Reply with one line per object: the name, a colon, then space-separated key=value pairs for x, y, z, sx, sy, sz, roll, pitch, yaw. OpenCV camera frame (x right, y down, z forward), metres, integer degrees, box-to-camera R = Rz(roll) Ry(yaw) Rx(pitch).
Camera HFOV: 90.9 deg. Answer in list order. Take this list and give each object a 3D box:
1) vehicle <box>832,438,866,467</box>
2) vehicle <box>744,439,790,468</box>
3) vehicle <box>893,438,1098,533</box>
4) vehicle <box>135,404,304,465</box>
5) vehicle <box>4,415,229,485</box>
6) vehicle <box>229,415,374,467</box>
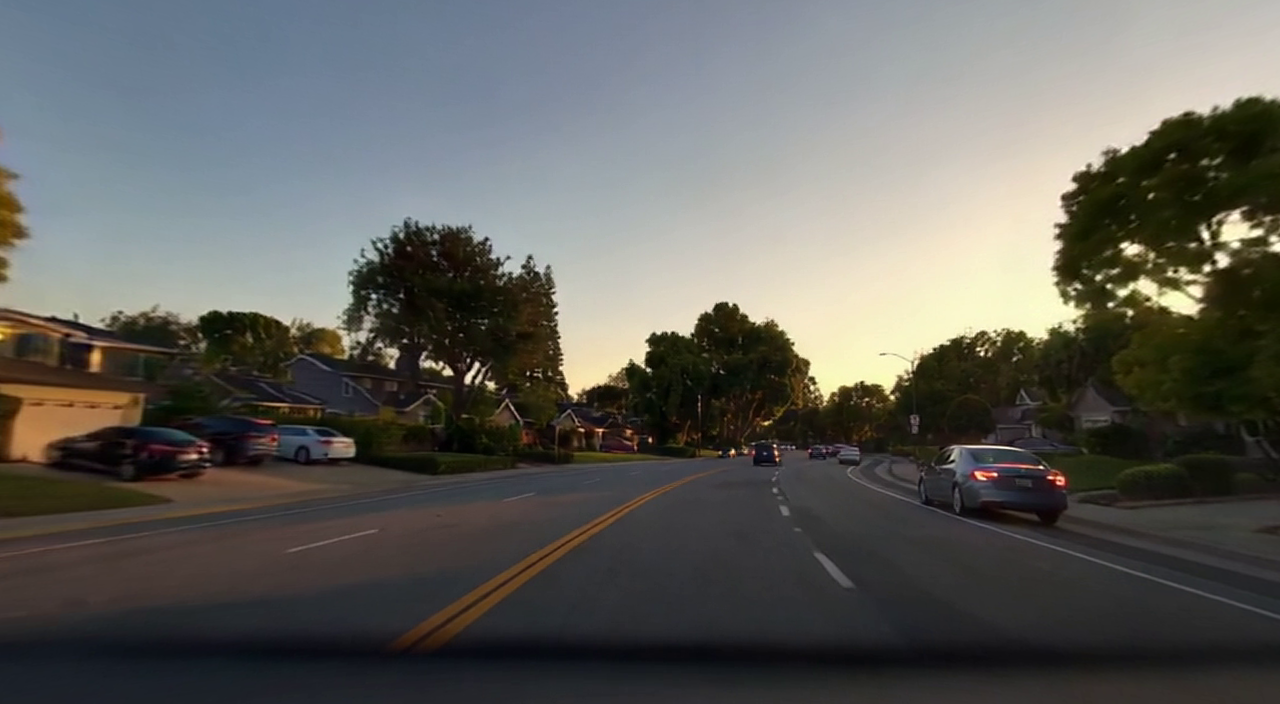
vehicle: x=14.688 y=7.050 z=44.506 sx=2.059 sy=1.924 sz=4.257 roll=-3 pitch=-9 yaw=16
vehicle: x=7.862 y=6.185 z=38.721 sx=2.106 sy=1.667 sz=4.367 roll=-3 pitch=-9 yaw=19
vehicle: x=6.628 y=2.473 z=12.414 sx=1.934 sy=1.506 sz=4.282 roll=-1 pitch=-8 yaw=7
vehicle: x=-16.394 y=3.259 z=24.745 sx=5.057 sy=1.938 sz=2.301 roll=3 pitch=-8 yaw=8
vehicle: x=-14.331 y=2.686 z=17.413 sx=4.646 sy=1.502 sz=1.874 roll=3 pitch=-9 yaw=5
vehicle: x=-14.659 y=3.827 z=27.493 sx=4.984 sy=1.812 sz=2.354 roll=3 pitch=-6 yaw=8
